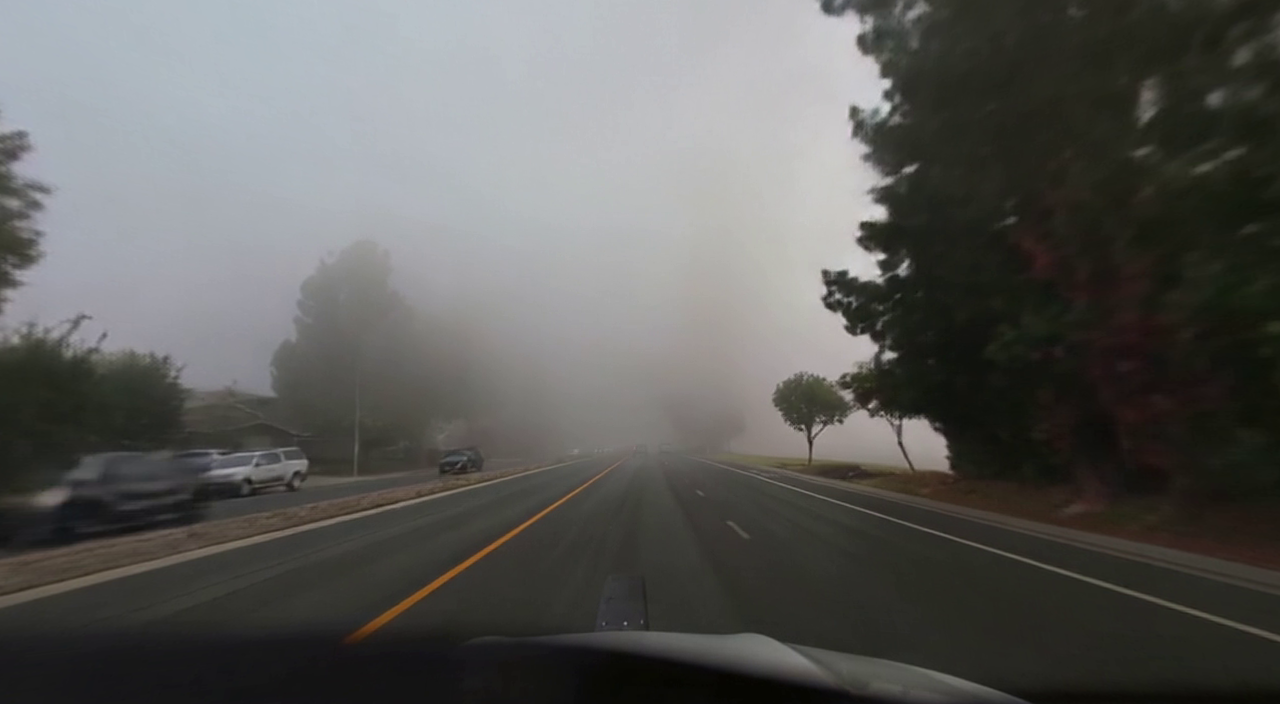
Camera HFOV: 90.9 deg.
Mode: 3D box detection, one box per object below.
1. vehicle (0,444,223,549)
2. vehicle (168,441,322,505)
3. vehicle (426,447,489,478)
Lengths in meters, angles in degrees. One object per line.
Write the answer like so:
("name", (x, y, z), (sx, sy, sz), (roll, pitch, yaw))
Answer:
("vehicle", (-10.480, 2.606, 12.145), (1.913, 1.641, 4.243), (0, -9, 0))
("vehicle", (-14.324, 4.351, 23.400), (2.071, 1.899, 5.640), (-4, -8, 1))
("vehicle", (-9.646, 5.845, 33.649), (1.937, 1.481, 4.467), (0, -9, 1))
